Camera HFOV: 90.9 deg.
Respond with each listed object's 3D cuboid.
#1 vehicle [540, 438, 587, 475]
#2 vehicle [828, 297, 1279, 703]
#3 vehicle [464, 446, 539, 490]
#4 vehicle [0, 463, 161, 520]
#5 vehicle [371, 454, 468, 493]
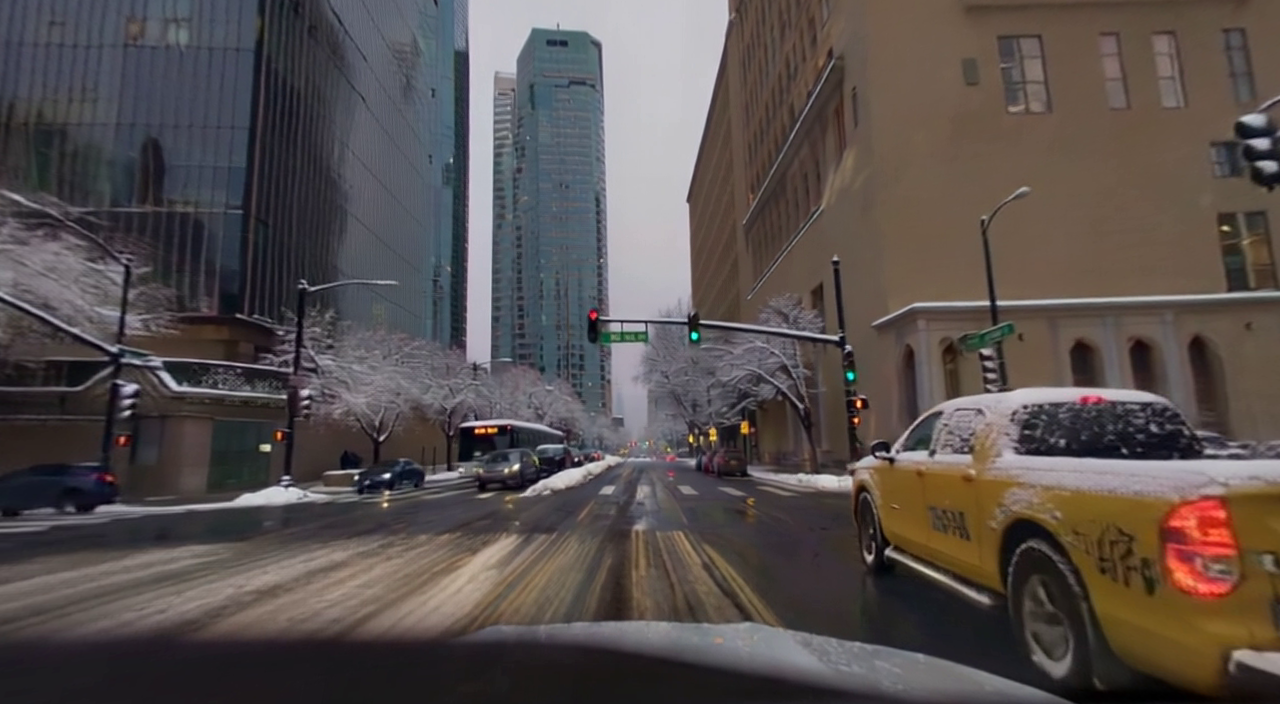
[{"bbox_3d":[-4.969,6.850,41.643,2.304,2.208,5.200,0,-8,1],"label":"vehicle"},{"bbox_3d":[3.318,1.114,4.745,2.118,1.848,5.426,0,-8,0],"label":"vehicle"},{"bbox_3d":[-5.515,4.641,25.647,1.997,1.610,4.144,0,-8,1],"label":"vehicle"},{"bbox_3d":[-17.439,4.116,18.844,4.635,1.468,2.051,5,-10,-30],"label":"vehicle"},{"bbox_3d":[-9.672,5.350,28.150,2.003,1.489,4.656,-1,-8,10],"label":"vehicle"}]
